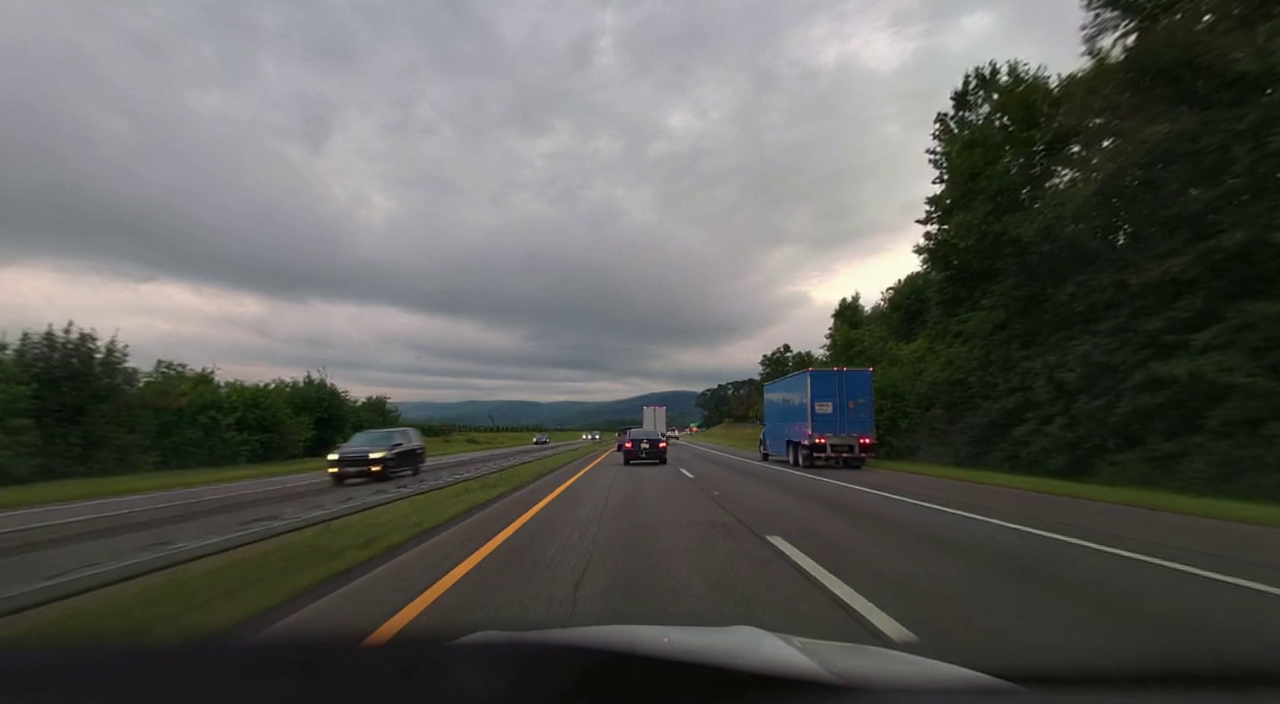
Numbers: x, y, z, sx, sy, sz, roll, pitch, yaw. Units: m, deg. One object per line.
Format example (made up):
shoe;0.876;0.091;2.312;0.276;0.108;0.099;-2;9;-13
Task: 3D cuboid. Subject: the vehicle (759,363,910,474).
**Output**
vehicle;7.237;2.782;25.167;3.010;3.638;8.978;0;-8;-1

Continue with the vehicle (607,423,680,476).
vehicle;0.090;3.271;21.417;2.216;1.623;4.220;0;-8;-1

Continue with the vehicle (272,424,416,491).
vehicle;-7.871;2.820;17.210;1.905;1.577;4.136;0;-8;0
